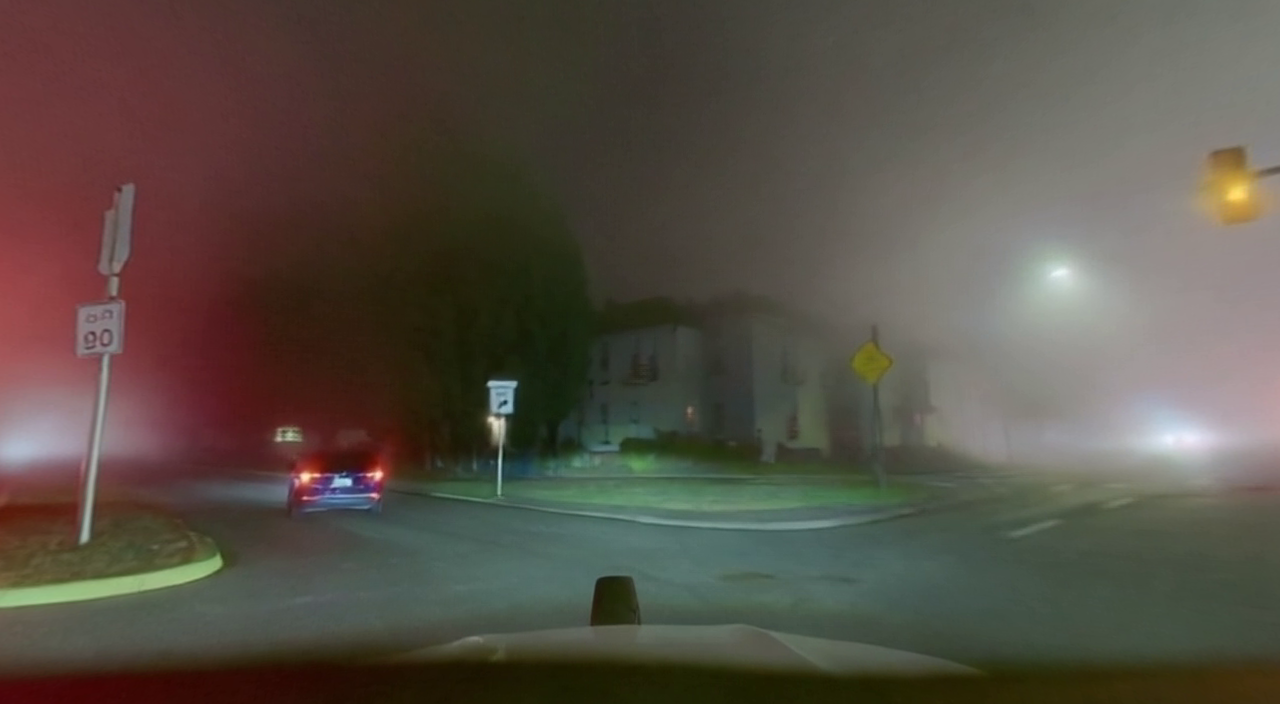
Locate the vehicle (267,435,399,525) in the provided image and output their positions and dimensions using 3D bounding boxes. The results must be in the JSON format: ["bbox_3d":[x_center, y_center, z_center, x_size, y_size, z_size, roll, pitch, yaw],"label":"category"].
[{"bbox_3d":[-6.410,2.503,12.877,2.014,1.525,3.670,5,-10,-31],"label":"vehicle"}]
